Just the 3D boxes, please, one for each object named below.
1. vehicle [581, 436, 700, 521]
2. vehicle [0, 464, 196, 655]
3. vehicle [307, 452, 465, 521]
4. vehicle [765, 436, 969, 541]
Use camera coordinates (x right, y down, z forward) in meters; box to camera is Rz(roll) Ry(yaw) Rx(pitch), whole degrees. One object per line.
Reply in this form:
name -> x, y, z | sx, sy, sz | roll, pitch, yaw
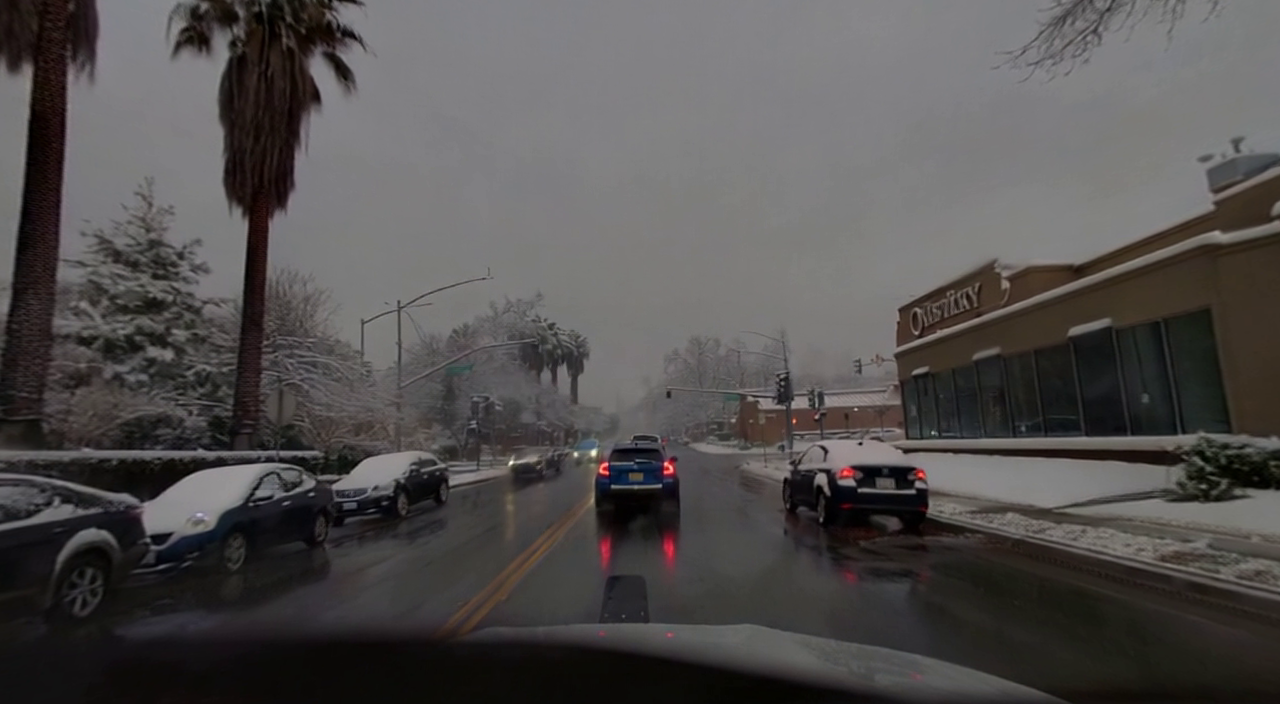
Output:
vehicle -> -0.001, 2.500, 13.039 | 2.060, 1.452, 4.078 | 0, -8, 0
vehicle -> -6.176, 1.725, 5.105 | 1.850, 1.482, 4.454 | 0, -8, 1
vehicle -> -6.370, 3.390, 16.554 | 2.105, 1.469, 4.693 | 0, -8, 1
vehicle -> 3.562, 2.200, 10.912 | 1.821, 1.417, 4.454 | 0, -8, -1
